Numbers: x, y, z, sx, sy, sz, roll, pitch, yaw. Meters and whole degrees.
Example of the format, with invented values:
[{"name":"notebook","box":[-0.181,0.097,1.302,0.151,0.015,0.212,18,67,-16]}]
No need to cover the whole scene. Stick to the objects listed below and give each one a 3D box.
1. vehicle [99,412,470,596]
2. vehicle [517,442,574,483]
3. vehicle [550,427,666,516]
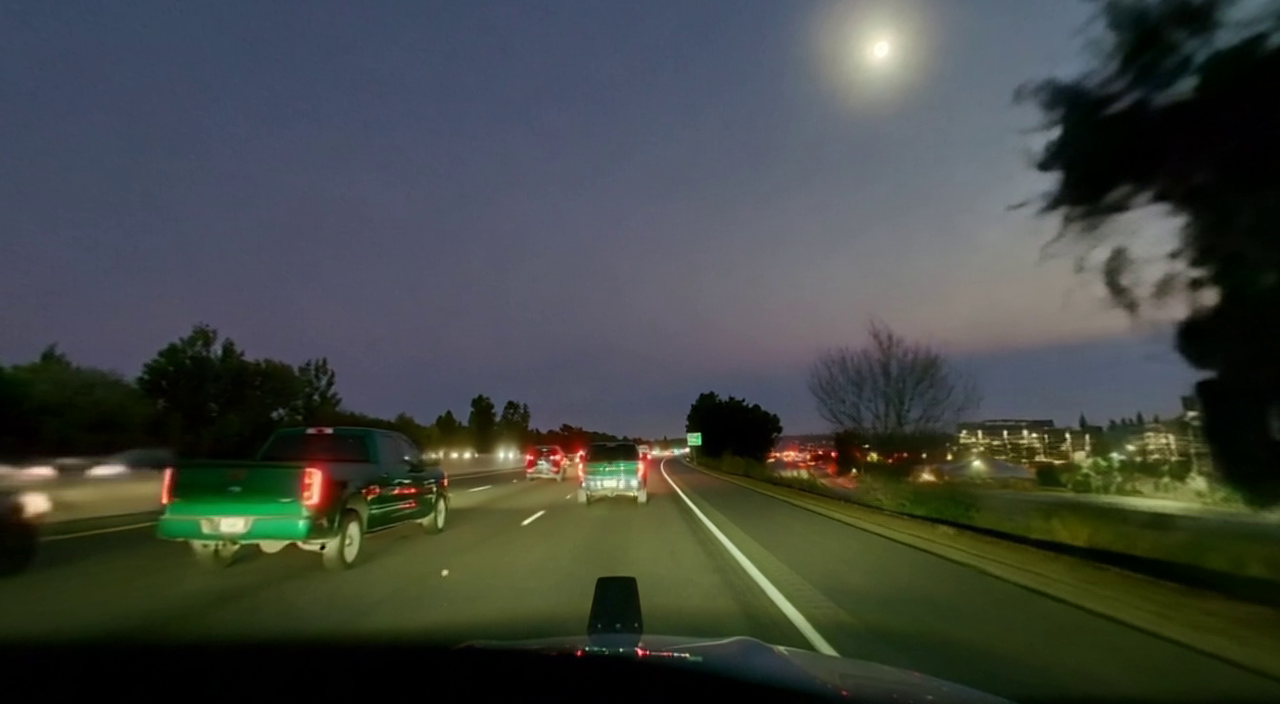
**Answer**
[{"name":"vehicle","box":[-4.030,1.803,8.560,2.038,1.704,5.181,0,-8,-1]},{"name":"vehicle","box":[-4.403,5.221,30.137,1.991,1.776,4.333,0,-8,1]},{"name":"vehicle","box":[-0.597,2.702,14.795,2.293,1.753,4.380,0,-8,1]}]
